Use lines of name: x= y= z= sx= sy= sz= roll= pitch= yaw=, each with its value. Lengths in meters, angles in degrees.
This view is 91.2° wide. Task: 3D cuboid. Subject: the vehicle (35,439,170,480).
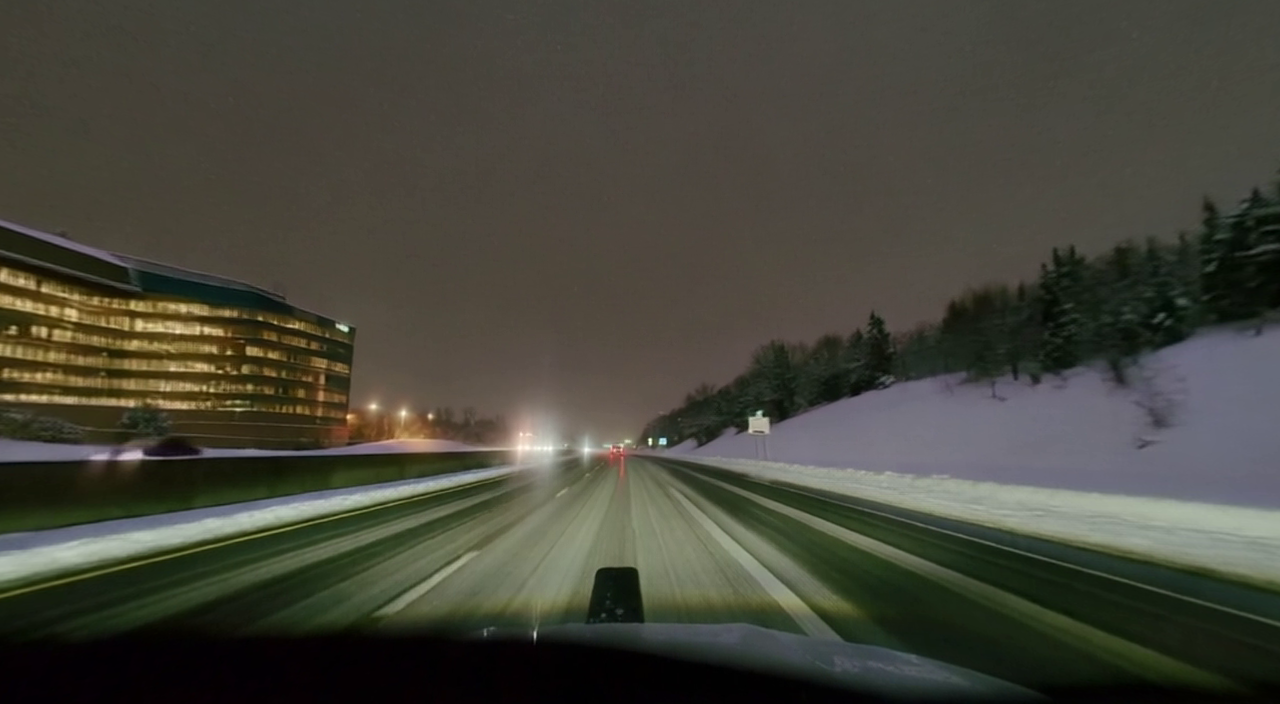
vehicle: x=-21.025 y=4.223 z=24.757 sx=1.816 sy=1.477 sz=3.941 roll=0 pitch=-9 yaw=0
